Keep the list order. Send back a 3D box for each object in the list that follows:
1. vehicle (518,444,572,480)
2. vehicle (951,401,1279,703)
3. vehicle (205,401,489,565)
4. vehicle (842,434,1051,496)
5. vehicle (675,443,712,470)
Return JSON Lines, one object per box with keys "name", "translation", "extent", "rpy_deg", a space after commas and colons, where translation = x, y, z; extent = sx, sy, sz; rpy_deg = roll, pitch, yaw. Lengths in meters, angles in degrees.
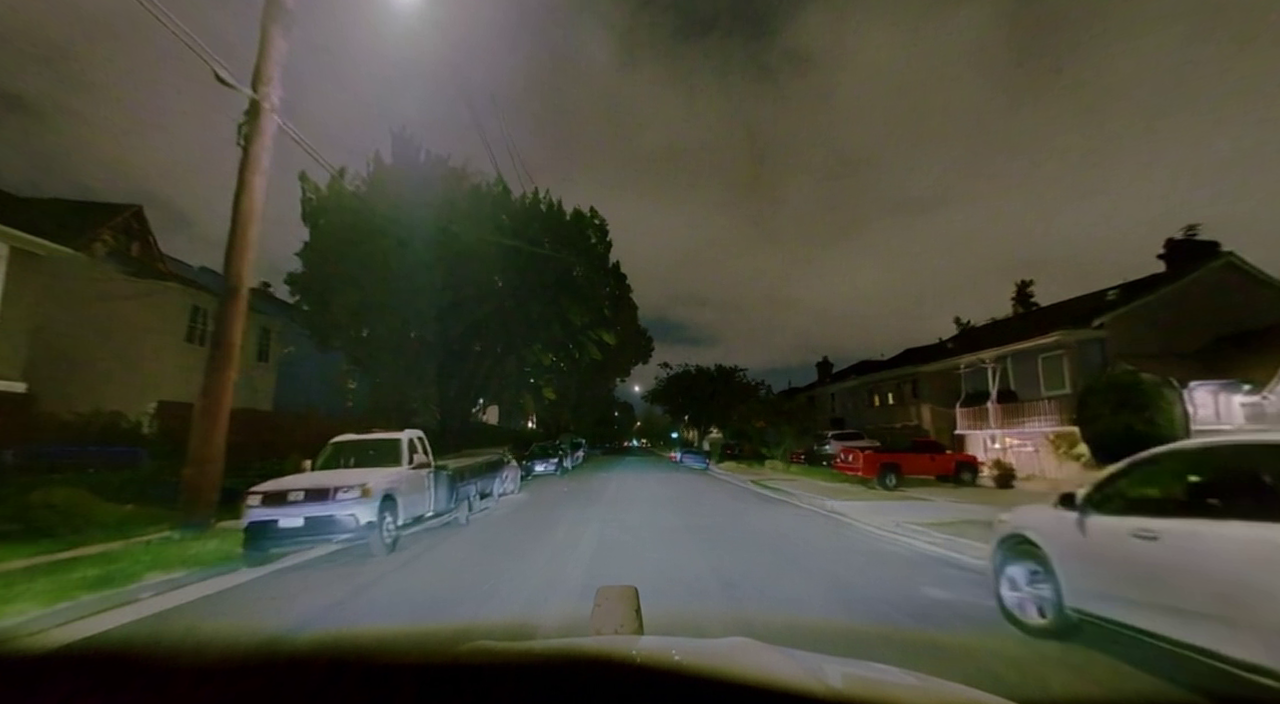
{"name": "vehicle", "translation": [-4.238, 4.944, 28.749], "extent": [1.745, 1.490, 4.304], "rpy_deg": [0, -8, 0]}
{"name": "vehicle", "translation": [3.539, 1.009, 2.770], "extent": [2.019, 1.536, 4.405], "rpy_deg": [0, -9, -1]}
{"name": "vehicle", "translation": [-4.011, 1.898, 9.927], "extent": [2.057, 1.887, 5.053], "rpy_deg": [0, -8, -1]}
{"name": "vehicle", "translation": [8.021, 2.972, 16.836], "extent": [4.594, 1.512, 1.824], "rpy_deg": [0, -8, -2]}
{"name": "vehicle", "translation": [3.234, 6.397, 38.809], "extent": [1.916, 1.587, 3.986], "rpy_deg": [0, -9, 0]}
